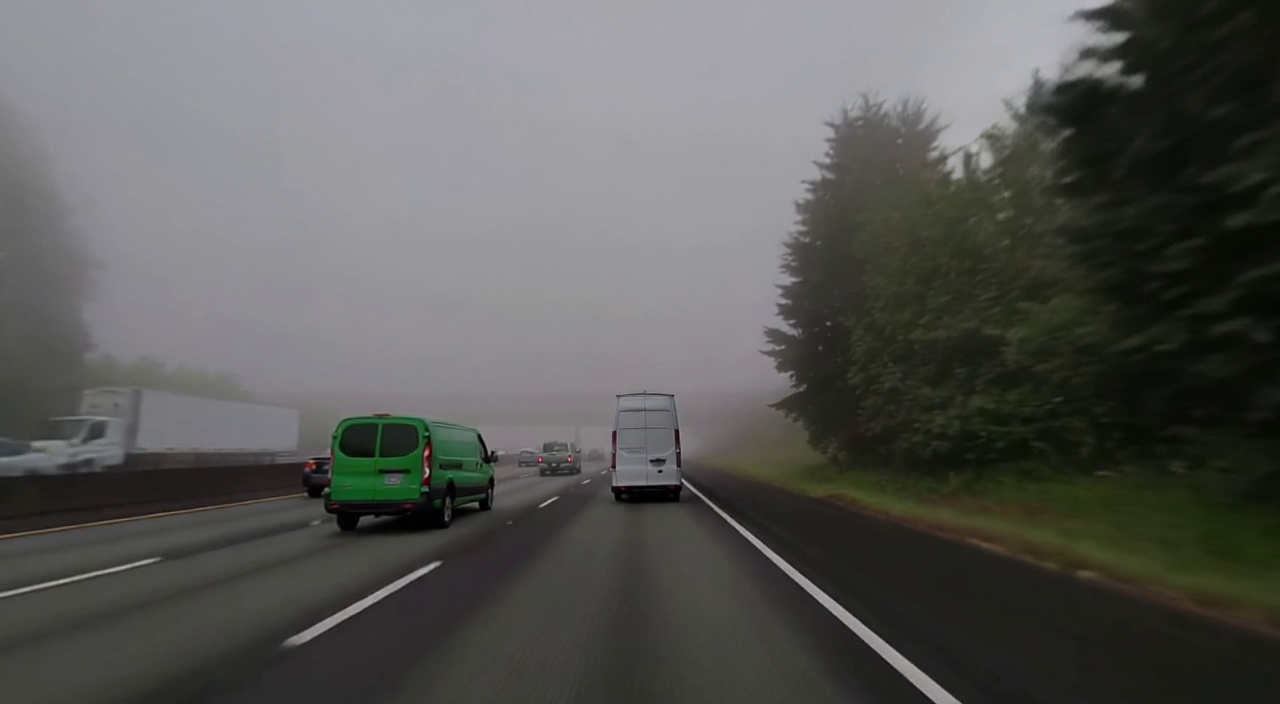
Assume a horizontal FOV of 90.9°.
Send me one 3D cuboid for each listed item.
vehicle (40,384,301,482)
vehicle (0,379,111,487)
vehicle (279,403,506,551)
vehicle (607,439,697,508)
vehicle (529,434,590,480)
[{"bbox_3d":[-23.514,4.491,33.523,2.813,4.101,14.020,0,-9,1],"label":"vehicle"},{"bbox_3d":[-23.665,3.203,24.934,2.891,4.015,2.438,0,-9,3],"label":"vehicle"},{"bbox_3d":[-3.601,1.913,10.115,1.951,1.882,3.979,0,-9,0],"label":"vehicle"},{"bbox_3d":[0.249,2.945,15.609,1.991,1.507,3.391,0,-9,-1],"label":"vehicle"},{"bbox_3d":[-3.418,4.596,27.688,2.068,1.862,4.234,0,-9,1],"label":"vehicle"}]
